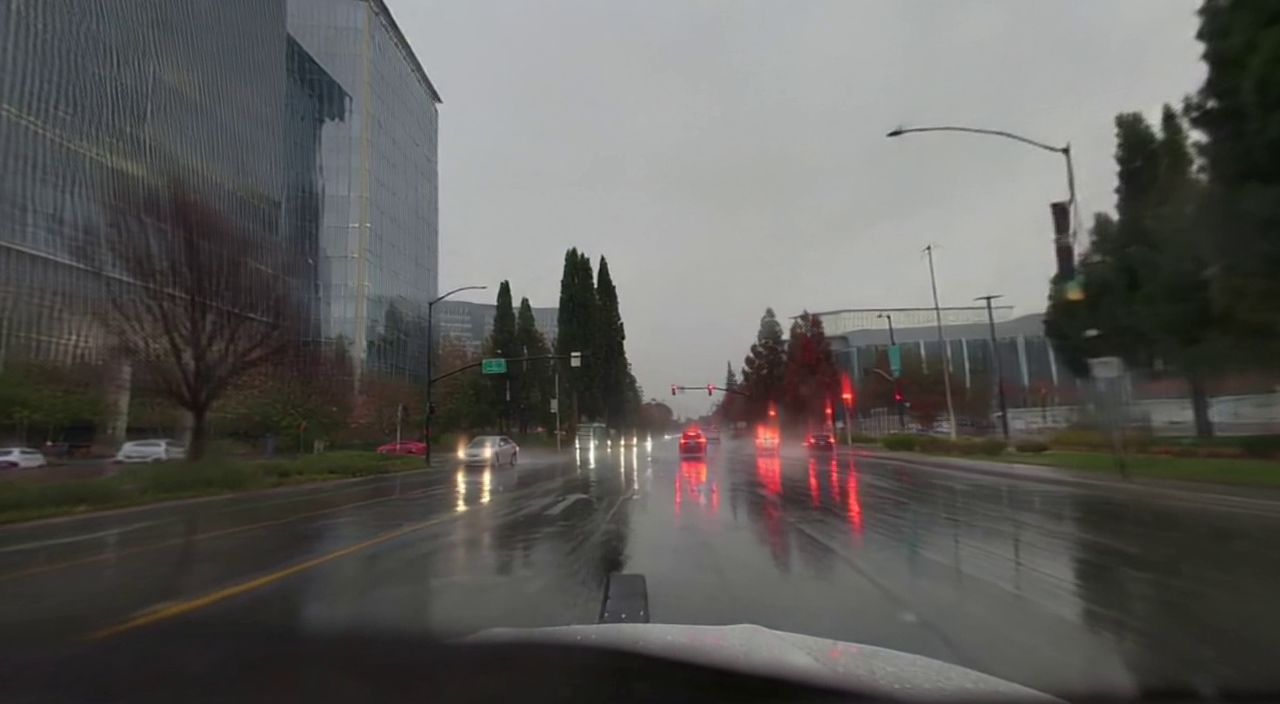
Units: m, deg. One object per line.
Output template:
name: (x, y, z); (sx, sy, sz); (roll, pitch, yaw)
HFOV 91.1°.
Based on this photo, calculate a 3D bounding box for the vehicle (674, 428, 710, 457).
vehicle: (3.376, 5.997, 41.441); (2.203, 1.801, 4.331); (-1, -9, 2)

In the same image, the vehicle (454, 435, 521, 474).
vehicle: (-7.187, 4.887, 30.089); (2.016, 1.677, 4.147); (0, -9, 2)

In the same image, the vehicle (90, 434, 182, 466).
vehicle: (-29.437, 5.784, 36.843); (1.871, 1.703, 4.093); (-2, -9, 2)

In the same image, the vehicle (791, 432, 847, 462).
vehicle: (9.286, 4.964, 32.849); (1.896, 1.463, 4.296); (-1, -9, 3)
